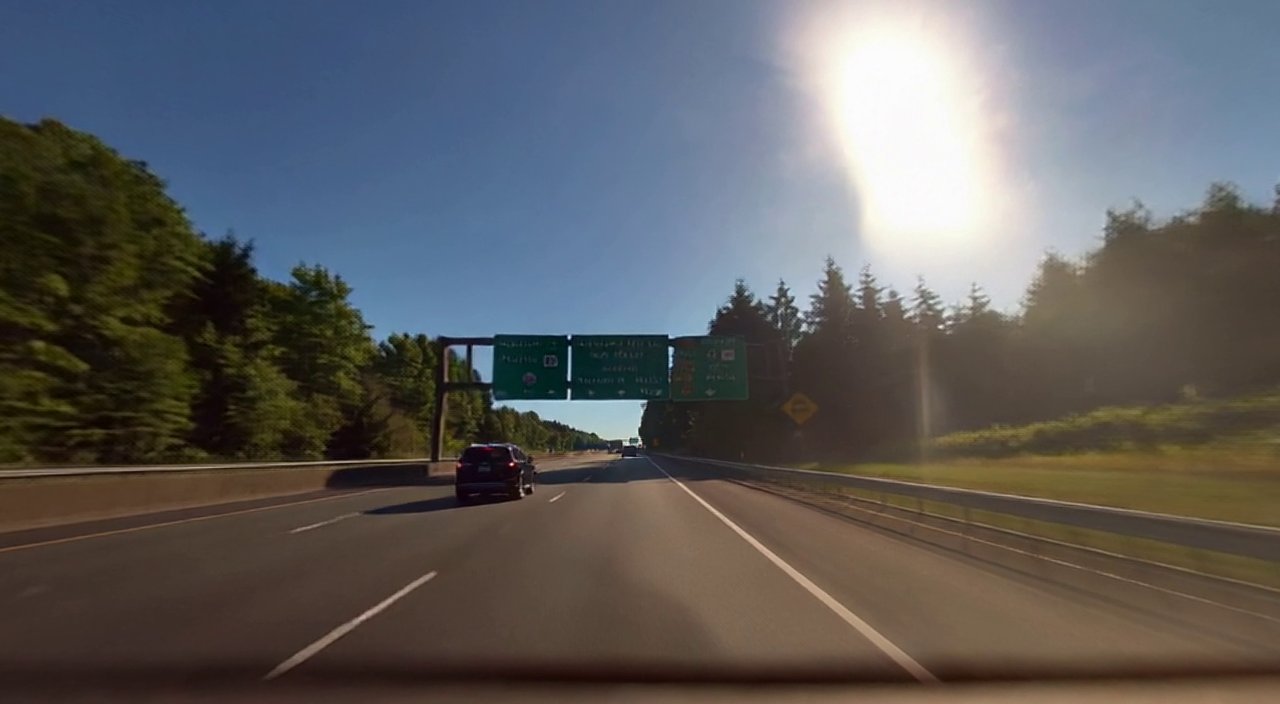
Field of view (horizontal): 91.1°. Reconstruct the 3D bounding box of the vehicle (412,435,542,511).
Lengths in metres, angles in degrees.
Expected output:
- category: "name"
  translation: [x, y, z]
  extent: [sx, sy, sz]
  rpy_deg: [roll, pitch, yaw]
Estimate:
- category: "vehicle"
  translation: [-3.912, 2.979, 15.951]
  extent: [2.104, 1.626, 4.283]
  rpy_deg: [-1, -9, 1]
